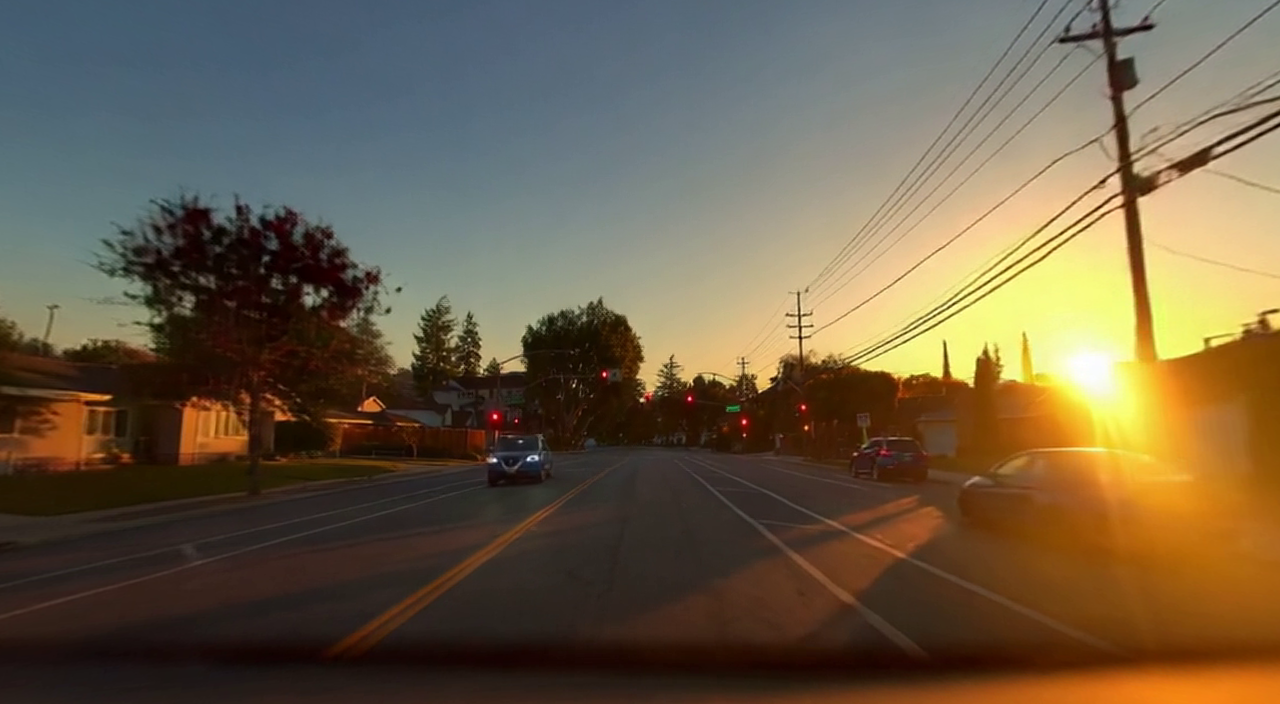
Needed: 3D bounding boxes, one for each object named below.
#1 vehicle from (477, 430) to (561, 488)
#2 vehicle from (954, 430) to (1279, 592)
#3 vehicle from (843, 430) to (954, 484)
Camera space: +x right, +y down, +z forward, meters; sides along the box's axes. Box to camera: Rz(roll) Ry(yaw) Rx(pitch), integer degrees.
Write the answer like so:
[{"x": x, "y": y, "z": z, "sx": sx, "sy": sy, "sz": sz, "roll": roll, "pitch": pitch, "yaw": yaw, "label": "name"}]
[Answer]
[{"x": -4.096, "y": 3.704, "z": 22.198, "sx": 2.012, "sy": 1.778, "sz": 4.990, "roll": 0, "pitch": -8, "yaw": -1, "label": "vehicle"}, {"x": 6.054, "y": 1.786, "z": 8.042, "sx": 2.040, "sy": 1.475, "sz": 4.389, "roll": -1, "pitch": -8, "yaw": 4, "label": "vehicle"}, {"x": 9.435, "y": 3.872, "z": 23.514, "sx": 2.170, "sy": 1.771, "sz": 4.908, "roll": 0, "pitch": -8, "yaw": 2, "label": "vehicle"}]
